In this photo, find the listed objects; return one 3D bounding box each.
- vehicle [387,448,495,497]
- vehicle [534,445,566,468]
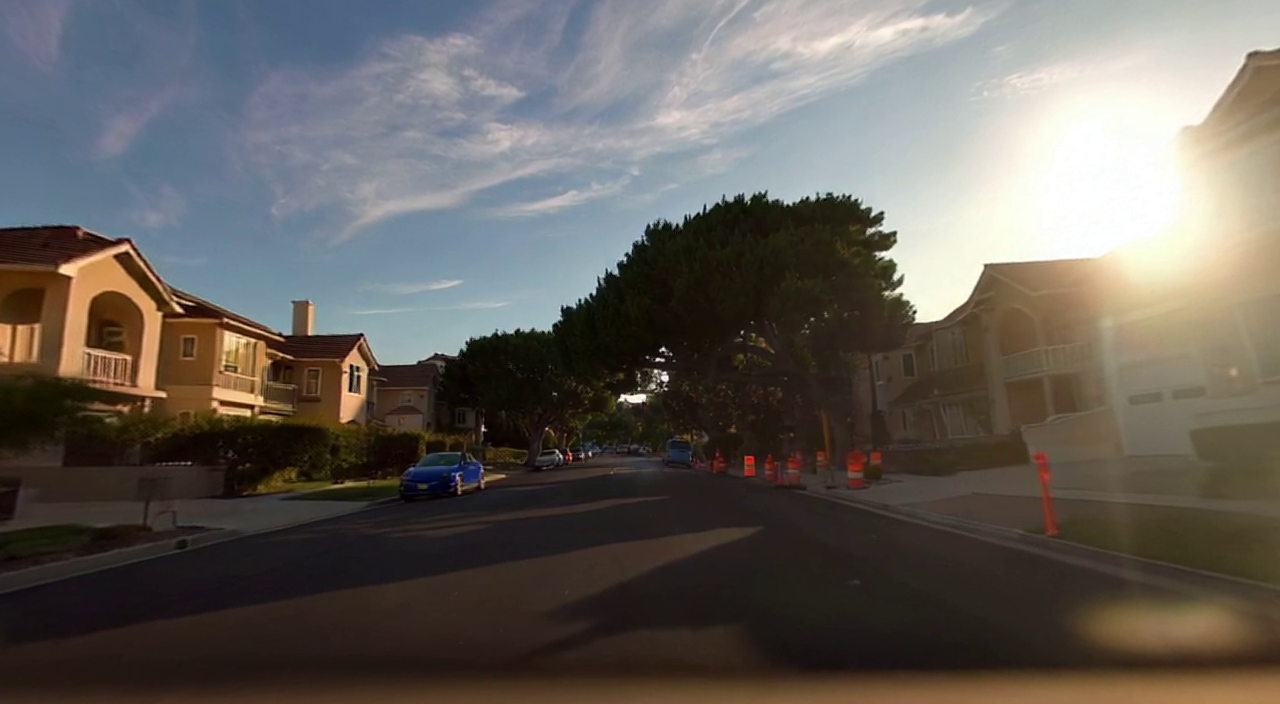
[{"bbox_3d":[-6.614,4.030,21.579,2.137,1.481,4.503,0,-9,2],"label":"vehicle"},{"bbox_3d":[-6.919,8.084,48.970,1.957,1.608,4.476,0,-9,-1],"label":"vehicle"}]
